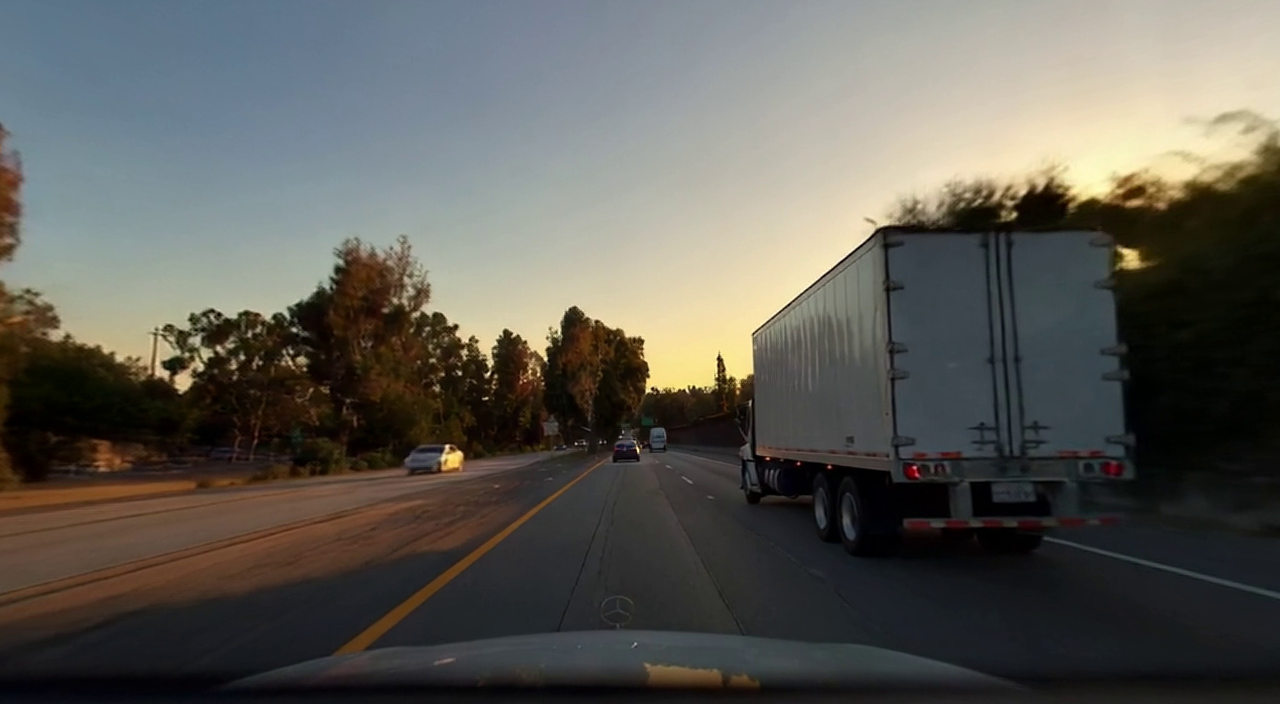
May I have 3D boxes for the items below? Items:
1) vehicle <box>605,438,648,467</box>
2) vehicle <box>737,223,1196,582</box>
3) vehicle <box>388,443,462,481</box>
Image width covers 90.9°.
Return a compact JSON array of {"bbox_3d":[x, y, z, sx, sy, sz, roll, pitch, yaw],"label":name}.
[{"bbox_3d":[-0.753,5.557,35.025,2.259,1.466,3.693,0,-8,-1],"label":"vehicle"},{"bbox_3d":[3.782,0.971,10.306,2.921,3.526,8.207,0,-8,-1],"label":"vehicle"},{"bbox_3d":[-9.191,4.701,27.294,1.882,1.446,3.944,0,-8,-1],"label":"vehicle"}]
